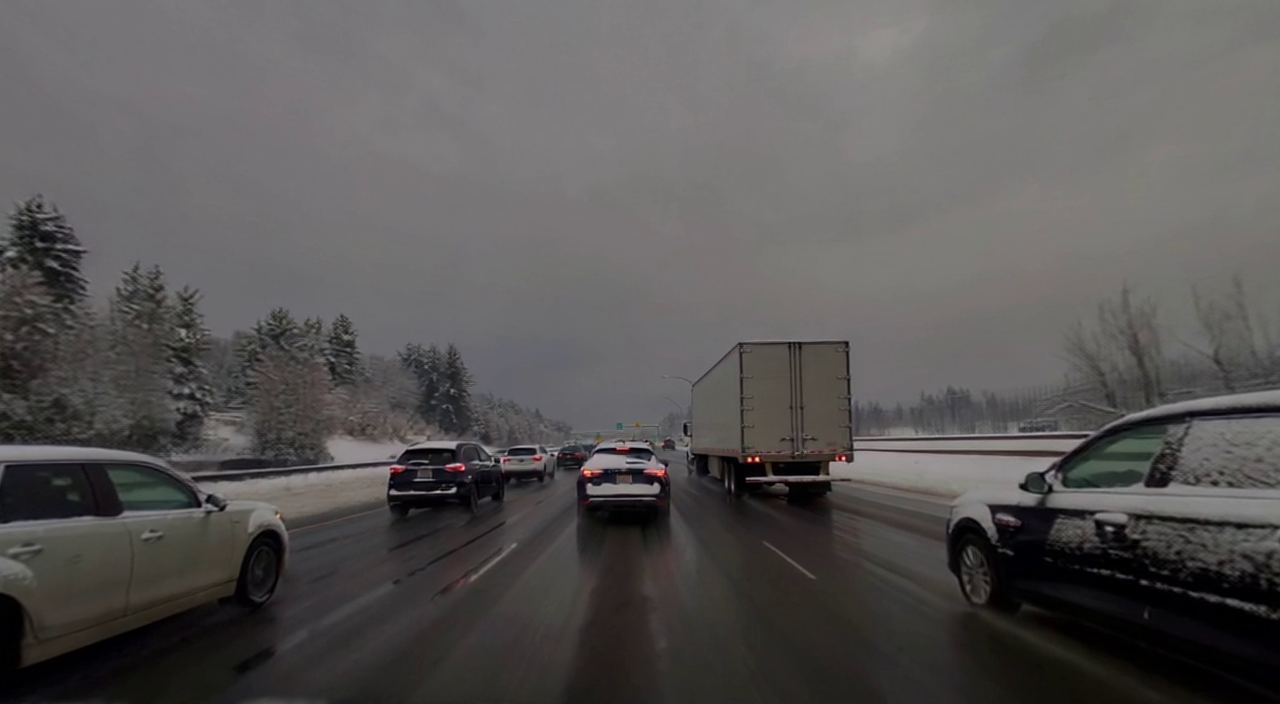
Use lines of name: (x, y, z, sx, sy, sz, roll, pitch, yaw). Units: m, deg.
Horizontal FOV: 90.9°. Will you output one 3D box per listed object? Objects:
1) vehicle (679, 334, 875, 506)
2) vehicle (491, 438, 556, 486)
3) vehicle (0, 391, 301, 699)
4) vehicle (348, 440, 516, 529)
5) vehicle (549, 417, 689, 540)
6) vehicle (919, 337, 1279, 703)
vehicle: (3.734, 2.805, 22.877, 3.186, 4.111, 15.553, 0, -9, -2)
vehicle: (-4.737, 4.554, 26.255, 1.959, 1.808, 3.790, 0, -9, 0)
vehicle: (-4.299, 1.173, 4.271, 1.789, 1.620, 3.841, 0, -9, 1)
vehicle: (-3.986, 2.598, 12.957, 1.923, 1.503, 4.293, 0, -9, 1)
vehicle: (-0.309, 2.181, 11.382, 2.037, 1.792, 4.194, 0, -9, 0)
vehicle: (3.639, 0.964, 3.454, 2.076, 1.751, 4.666, 0, -9, 0)
